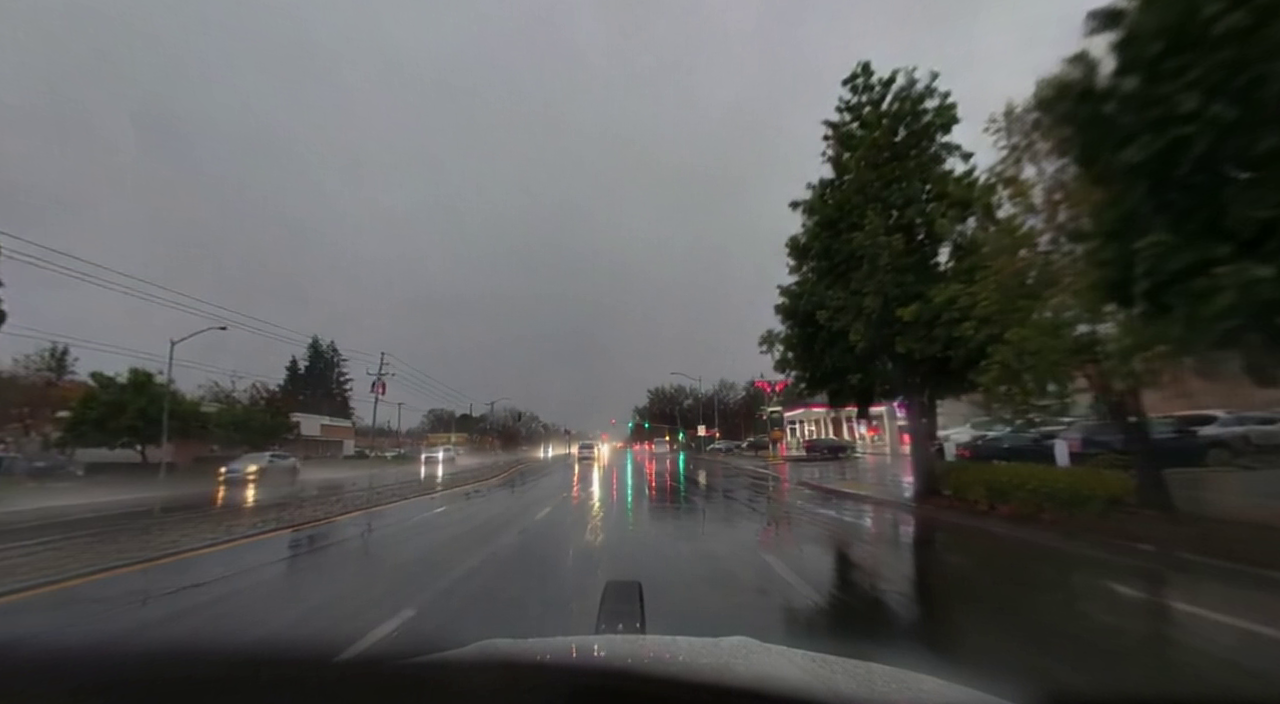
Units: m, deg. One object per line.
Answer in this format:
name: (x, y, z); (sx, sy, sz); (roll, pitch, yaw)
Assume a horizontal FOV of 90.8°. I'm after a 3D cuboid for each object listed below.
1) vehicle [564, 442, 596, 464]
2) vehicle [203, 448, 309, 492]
vehicle: (-4.597, 7.775, 48.762); (2.040, 1.661, 4.573); (0, -8, 0)
vehicle: (-18.276, 5.605, 30.436); (2.129, 1.797, 4.866); (-4, -8, 0)
